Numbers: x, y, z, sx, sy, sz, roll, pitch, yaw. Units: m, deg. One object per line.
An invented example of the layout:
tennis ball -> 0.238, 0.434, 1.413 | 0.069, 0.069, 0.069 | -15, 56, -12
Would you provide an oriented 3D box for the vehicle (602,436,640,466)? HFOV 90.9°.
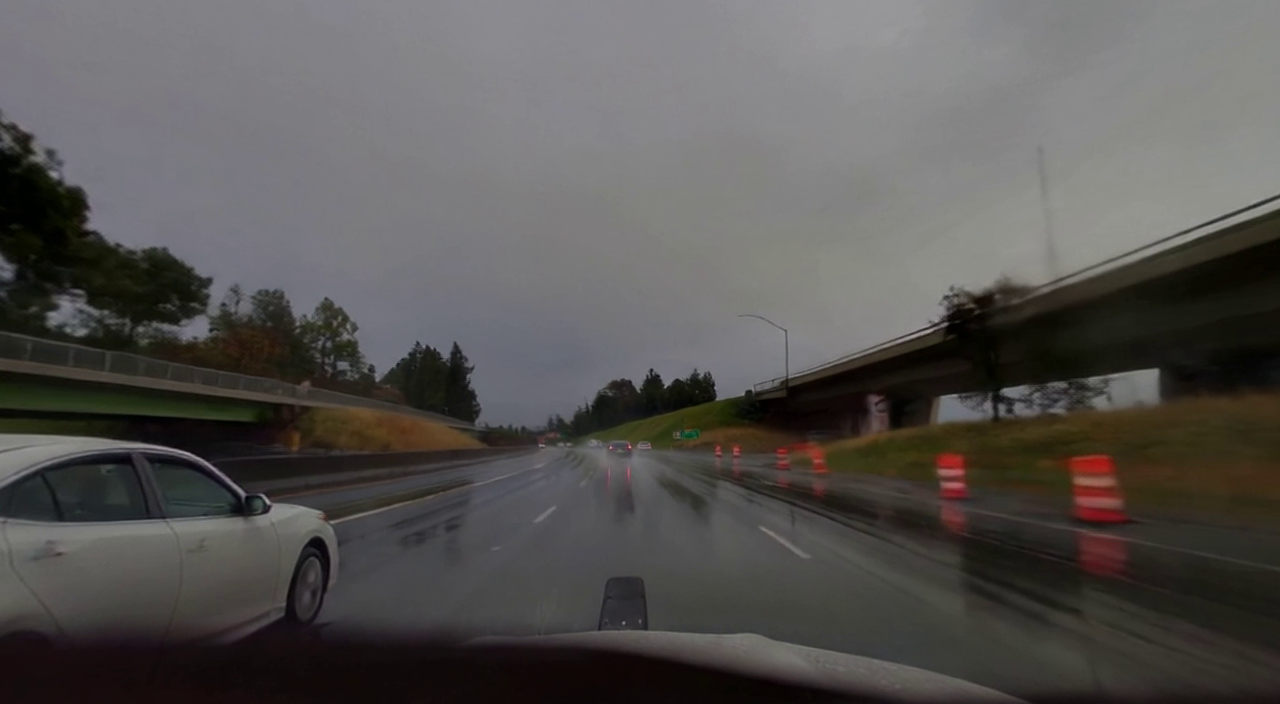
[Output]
vehicle -> -1.324, 6.417, 40.982 | 2.328, 1.805, 4.502 | 0, -8, -3
